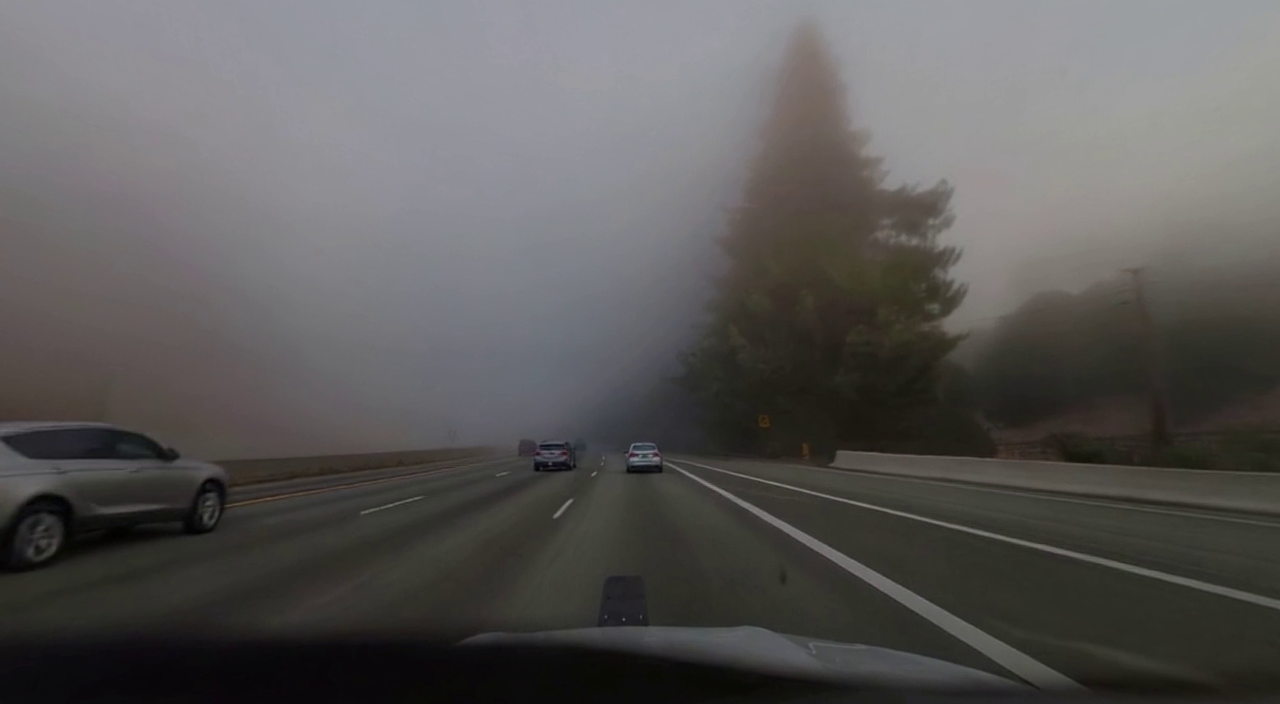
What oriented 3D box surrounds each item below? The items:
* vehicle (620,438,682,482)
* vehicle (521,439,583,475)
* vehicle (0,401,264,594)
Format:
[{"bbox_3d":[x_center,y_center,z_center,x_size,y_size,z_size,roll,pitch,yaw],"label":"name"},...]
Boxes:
[{"bbox_3d":[0.320,3.870,22.813,2.051,1.444,3.927,0,-9,-1],"label":"vehicle"},{"bbox_3d":[-3.883,4.756,28.783,2.246,1.519,4.980,0,-9,-2],"label":"vehicle"},{"bbox_3d":[-6.776,1.512,7.060,2.221,1.693,4.631,0,-9,0],"label":"vehicle"}]
